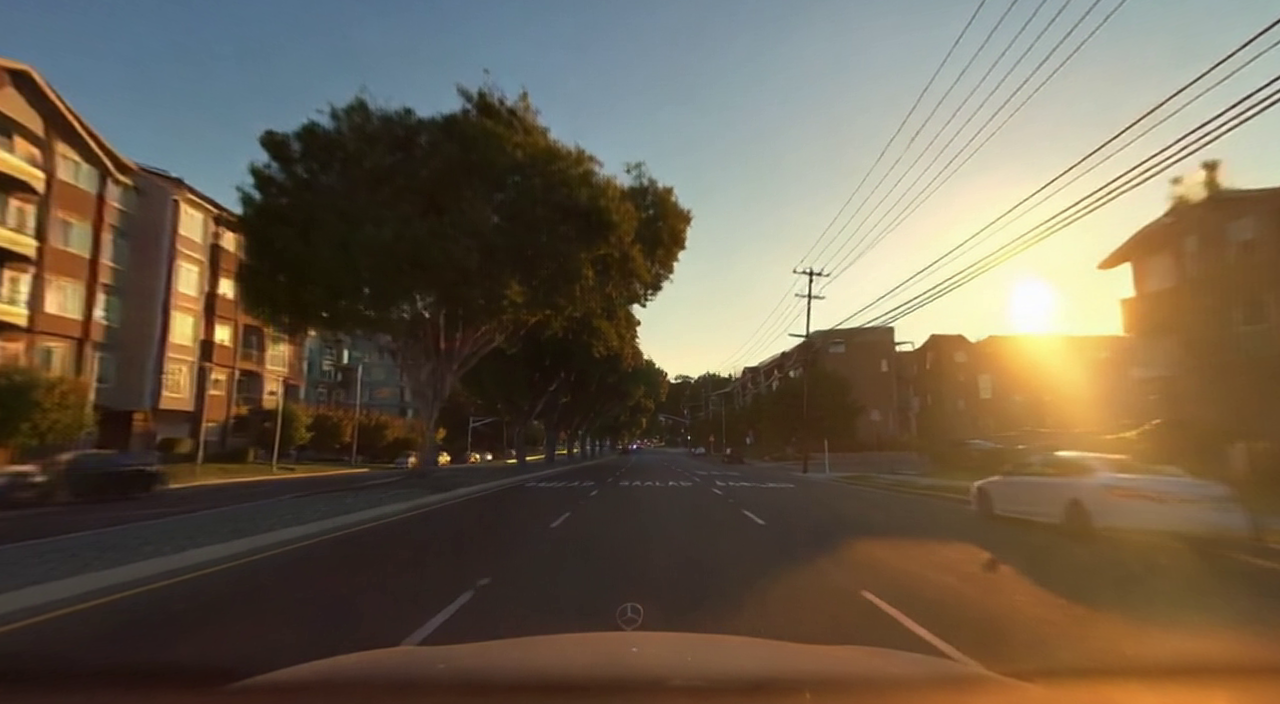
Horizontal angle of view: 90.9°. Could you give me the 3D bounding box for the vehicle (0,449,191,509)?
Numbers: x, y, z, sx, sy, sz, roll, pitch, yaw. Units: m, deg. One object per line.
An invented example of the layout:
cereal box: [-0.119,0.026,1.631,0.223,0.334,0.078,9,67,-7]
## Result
vehicle: [-15.660,3.584,18.312,1.873,1.469,4.442,0,-8,2]

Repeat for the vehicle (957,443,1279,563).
vehicle: [7.306,2.220,10.173,1.986,1.467,4.412,0,-8,-1]
